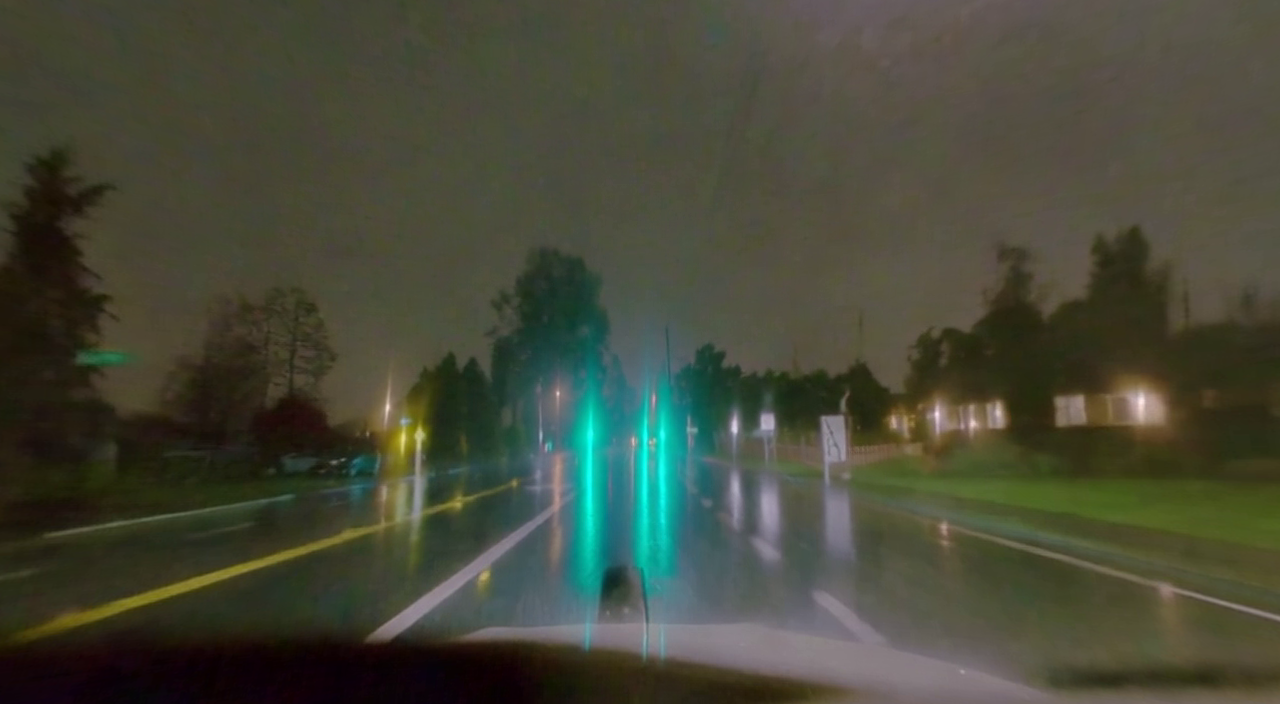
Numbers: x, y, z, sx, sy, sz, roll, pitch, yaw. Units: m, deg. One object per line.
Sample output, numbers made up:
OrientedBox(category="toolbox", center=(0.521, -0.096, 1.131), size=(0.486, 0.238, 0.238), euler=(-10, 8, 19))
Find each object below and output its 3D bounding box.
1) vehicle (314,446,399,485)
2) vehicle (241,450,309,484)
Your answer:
OrientedBox(category="vehicle", center=(-14.229, 5.678, 31.923), size=(2.199, 1.592, 4.492), euler=(-4, -8, 1))
OrientedBox(category="vehicle", center=(-19.255, 6.027, 33.427), size=(2.012, 1.572, 3.830), euler=(1, -8, -13))
